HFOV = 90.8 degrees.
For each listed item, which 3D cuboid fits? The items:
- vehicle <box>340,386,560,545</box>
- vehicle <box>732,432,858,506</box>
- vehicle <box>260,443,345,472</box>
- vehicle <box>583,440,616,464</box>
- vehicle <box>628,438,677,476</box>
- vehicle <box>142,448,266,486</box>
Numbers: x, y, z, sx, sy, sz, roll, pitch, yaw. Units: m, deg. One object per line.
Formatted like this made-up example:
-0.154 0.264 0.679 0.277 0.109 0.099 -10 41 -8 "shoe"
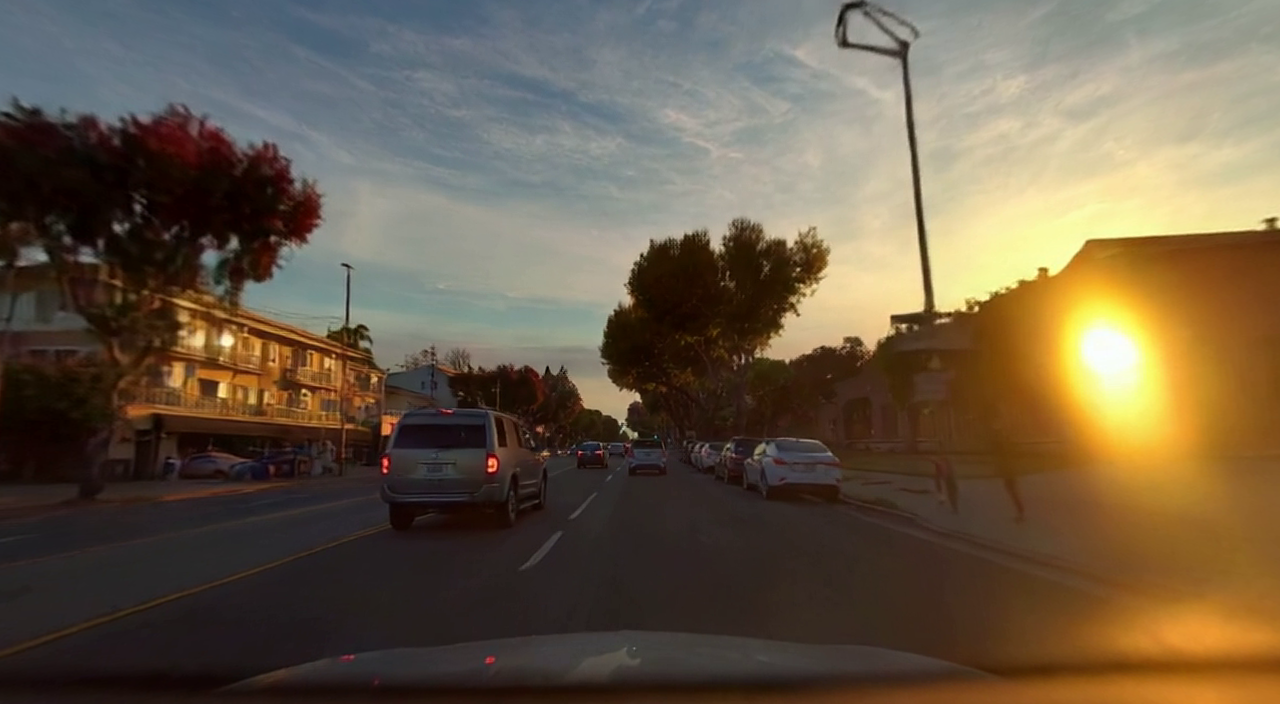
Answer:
-2.878 1.897 11.107 2.213 2.123 5.124 0 -9 0 "vehicle"
3.834 2.995 16.638 1.947 1.646 4.782 0 -9 -2 "vehicle"
-23.970 7.497 45.021 4.791 1.928 2.144 0 -9 1 "vehicle"
-2.913 7.300 46.288 2.028 1.689 4.162 0 -9 1 "vehicle"
0.519 4.891 29.697 2.126 1.657 4.132 0 -9 -1 "vehicle"
-23.089 6.076 33.585 5.075 1.581 2.063 -3 -8 -2 "vehicle"
